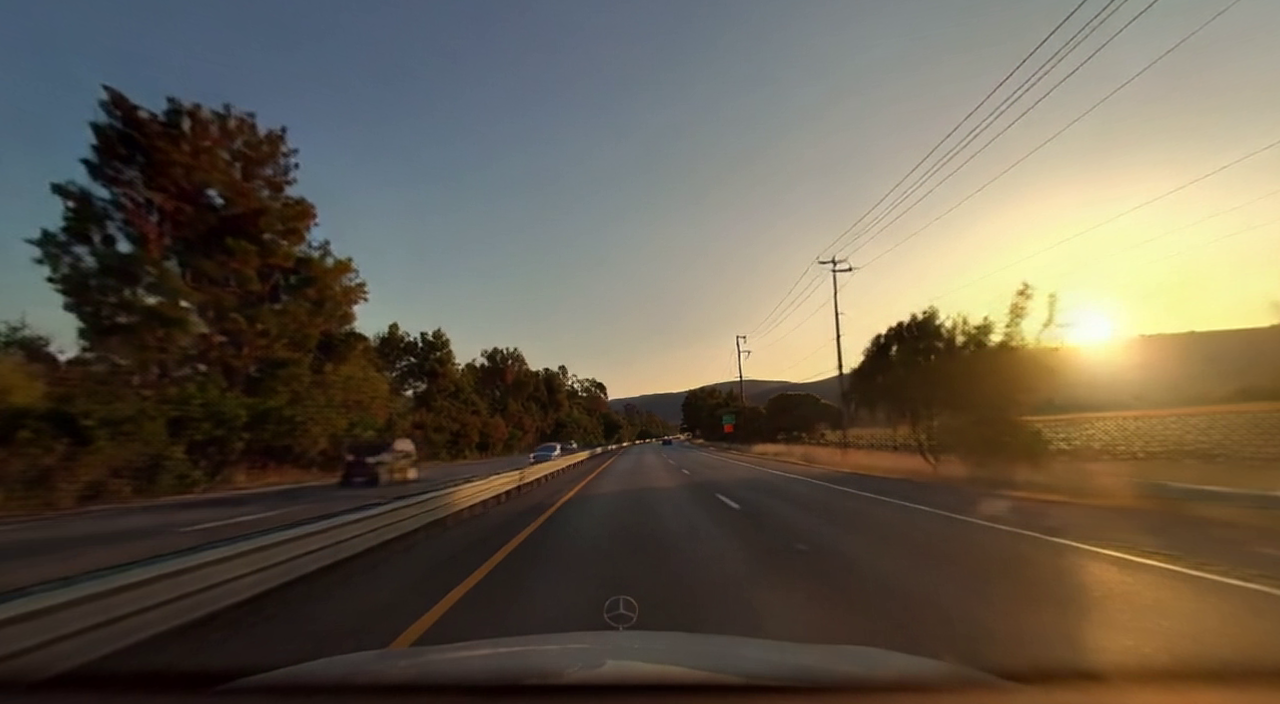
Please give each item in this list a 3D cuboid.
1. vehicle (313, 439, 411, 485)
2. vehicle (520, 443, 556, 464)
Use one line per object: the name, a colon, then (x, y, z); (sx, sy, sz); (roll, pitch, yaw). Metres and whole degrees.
vehicle: (-11.059, 4.381, 25.316); (1.980, 1.672, 4.199); (0, -8, 0)
vehicle: (-7.289, 7.285, 45.338); (1.936, 1.430, 3.777); (0, -8, 1)
